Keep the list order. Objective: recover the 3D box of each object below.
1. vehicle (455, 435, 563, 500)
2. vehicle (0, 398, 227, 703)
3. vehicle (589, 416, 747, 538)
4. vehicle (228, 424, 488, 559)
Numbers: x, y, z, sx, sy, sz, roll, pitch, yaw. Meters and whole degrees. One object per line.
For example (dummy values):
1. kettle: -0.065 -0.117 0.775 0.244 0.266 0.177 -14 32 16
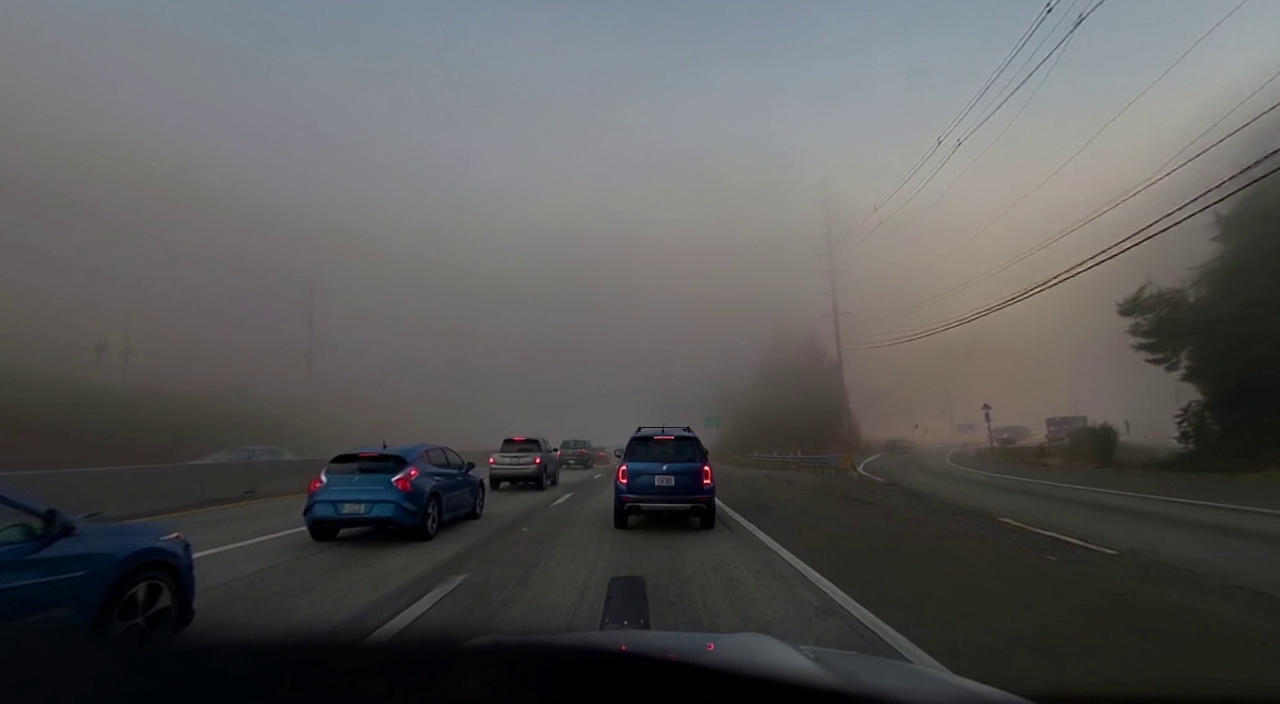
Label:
1. vehicle: -3.600 3.266 18.231 2.018 1.621 4.441 -1 -9 2
2. vehicle: -3.782 0.803 1.704 2.051 1.488 4.806 0 -9 0
3. vehicle: 0.431 2.050 10.860 2.205 1.691 3.937 0 -9 1
4. vehicle: -3.813 1.943 9.479 1.999 1.563 4.007 0 -9 1
